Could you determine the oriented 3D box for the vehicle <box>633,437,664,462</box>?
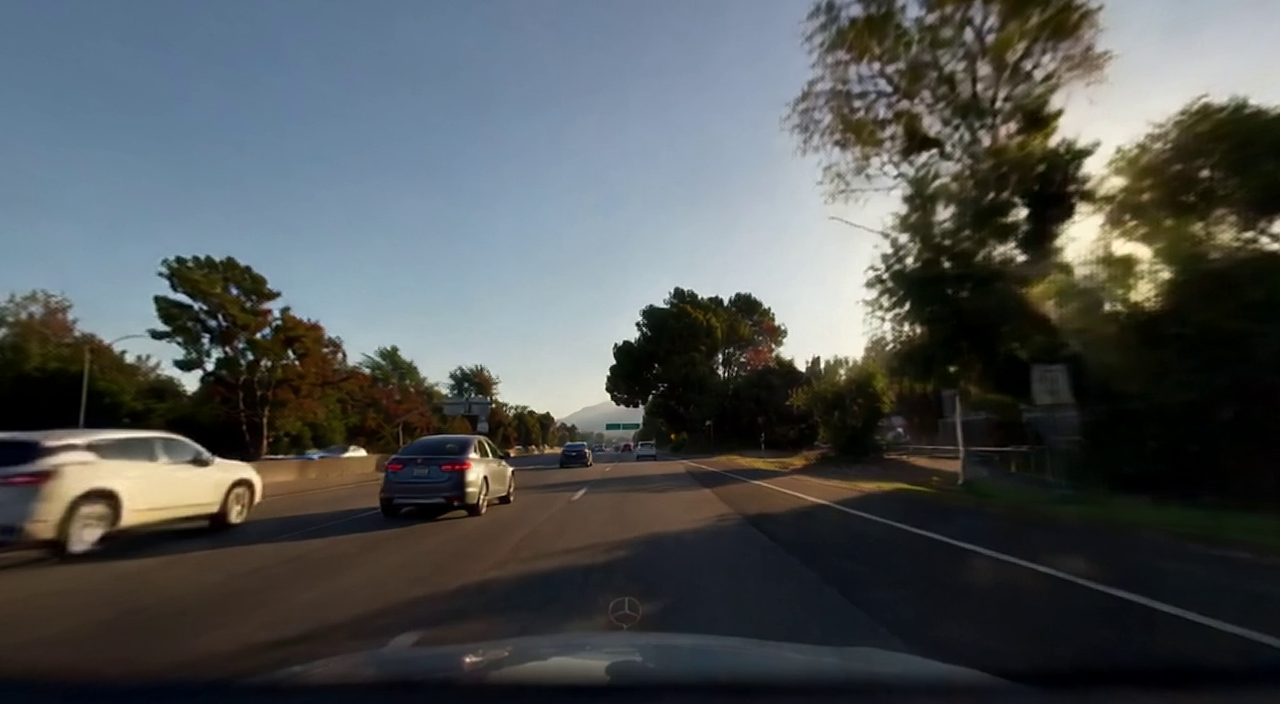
[{"bbox_3d":[0.620,7.347,47.354,2.285,1.797,4.478,0,-8,0],"label":"vehicle"}]

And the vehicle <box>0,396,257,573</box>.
[{"bbox_3d":[-7.314,1.493,7.463,2.134,1.715,5.231,0,-8,1],"label":"vehicle"}]

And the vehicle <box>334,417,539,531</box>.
[{"bbox_3d":[-3.425,2.181,11.904,2.040,1.672,5.122,0,-8,2],"label":"vehicle"}]

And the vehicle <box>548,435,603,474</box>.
[{"bbox_3d":[-3.007,4.864,30.027,2.056,1.679,4.204,0,-8,2],"label":"vehicle"}]
